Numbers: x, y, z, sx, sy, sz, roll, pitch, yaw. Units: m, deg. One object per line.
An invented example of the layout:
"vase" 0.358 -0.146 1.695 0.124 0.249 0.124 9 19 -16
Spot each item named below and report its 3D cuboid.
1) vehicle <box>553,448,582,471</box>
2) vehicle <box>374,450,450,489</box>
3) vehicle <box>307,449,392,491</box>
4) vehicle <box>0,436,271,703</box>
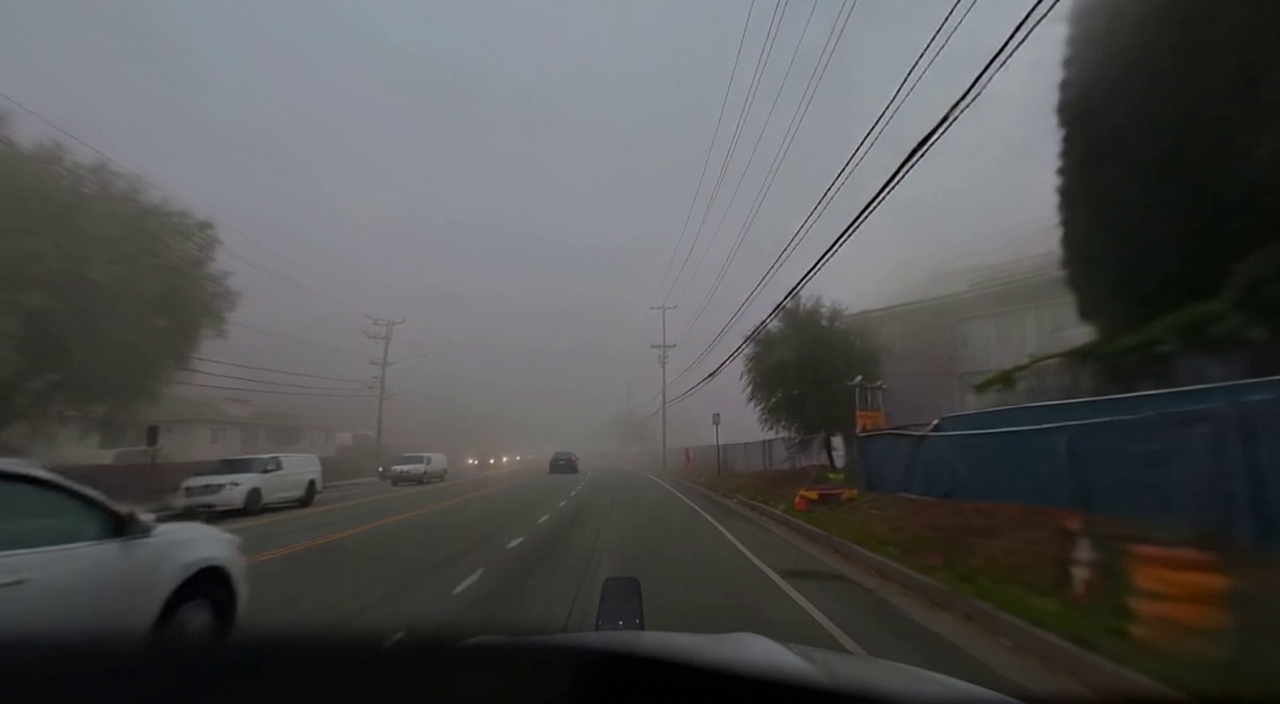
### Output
"vehicle" -5.319 7.940 46.691 1.992 1.515 4.289 1 -9 -5
"vehicle" -10.744 5.545 30.079 2.043 1.654 4.642 1 -9 -2
"vehicle" -14.831 6.018 32.502 2.165 1.907 5.062 1 -9 -3
"vehicle" -3.669 1.025 2.185 2.020 1.489 4.469 1 -9 0
